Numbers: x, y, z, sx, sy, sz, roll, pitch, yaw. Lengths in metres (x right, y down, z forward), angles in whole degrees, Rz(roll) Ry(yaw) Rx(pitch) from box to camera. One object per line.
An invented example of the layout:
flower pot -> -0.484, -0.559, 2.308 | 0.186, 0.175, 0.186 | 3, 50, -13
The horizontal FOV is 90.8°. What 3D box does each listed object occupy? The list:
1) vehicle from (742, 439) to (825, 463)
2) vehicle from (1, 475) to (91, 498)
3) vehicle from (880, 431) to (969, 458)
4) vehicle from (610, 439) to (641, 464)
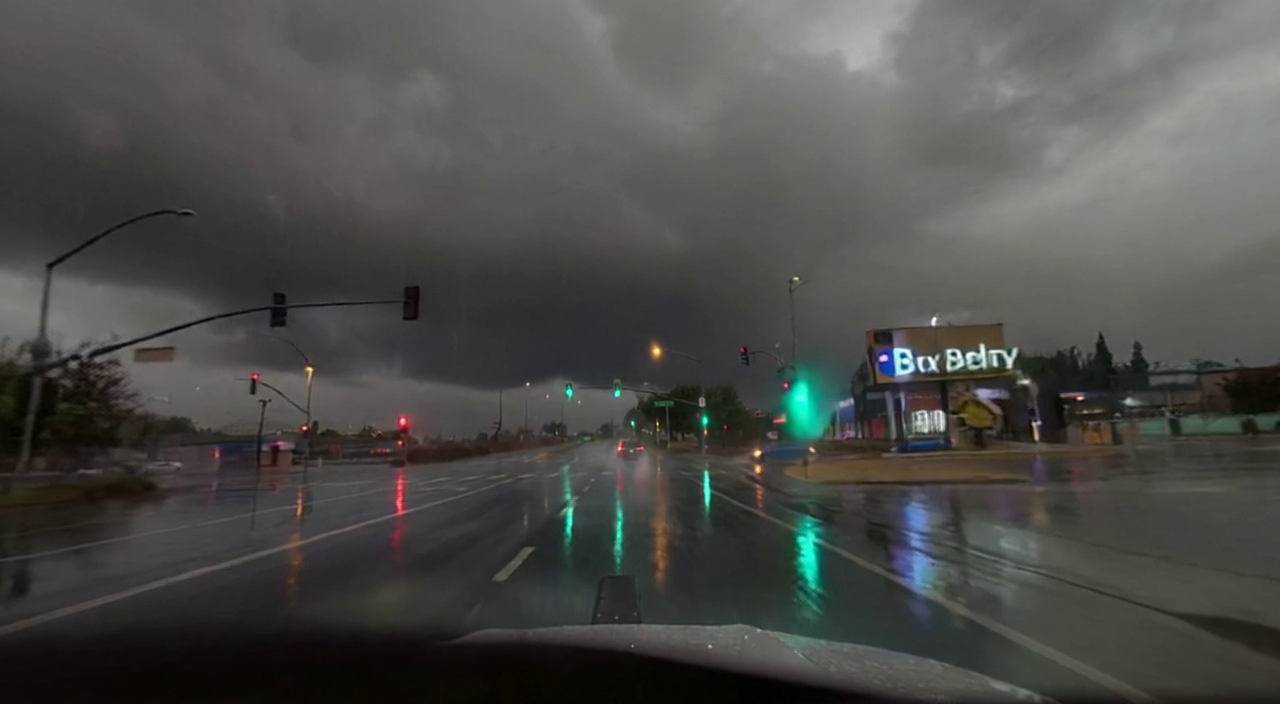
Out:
vehicle -> 9.195, 6.374, 40.734 | 4.794, 1.511, 1.992 | 0, -9, -3
vehicle -> -43.884, 9.943, 46.707 | 4.623, 1.475, 1.883 | -1, -11, -1
vehicle -> 18.284, 5.967, 40.812 | 4.710, 1.588, 2.053 | -1, -9, -2
vehicle -> -1.038, 7.009, 44.581 | 2.024, 1.628, 4.774 | 0, -9, -2
